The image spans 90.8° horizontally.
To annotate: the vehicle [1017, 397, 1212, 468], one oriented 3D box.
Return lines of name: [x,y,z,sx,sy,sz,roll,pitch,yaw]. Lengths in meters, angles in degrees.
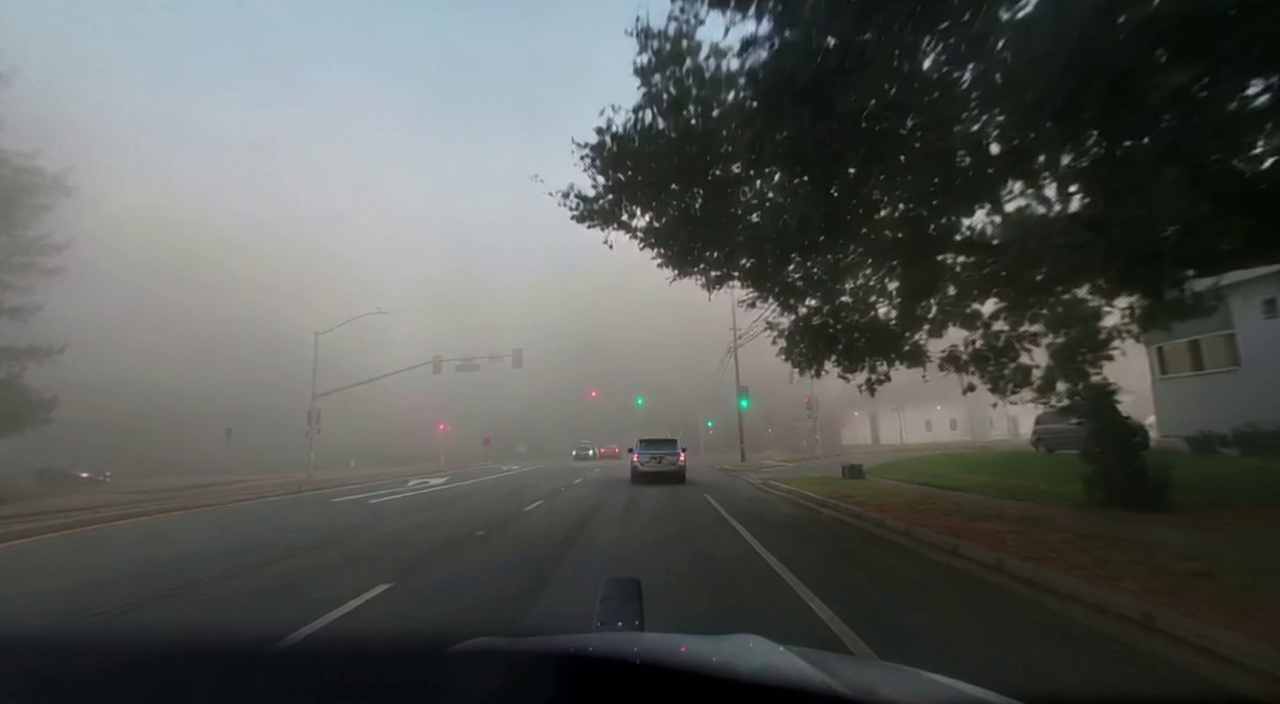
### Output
vehicle: [14.442,2.561,19.803,2.225,1.922,5.243,-1,-8,3]

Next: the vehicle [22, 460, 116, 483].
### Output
vehicle: [-43.197,9.032,47.856,5.149,1.515,1.942,2,-10,-1]

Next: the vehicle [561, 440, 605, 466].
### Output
vehicle: [-3.386,6.150,38.534,2.153,1.474,4.284,0,-8,2]

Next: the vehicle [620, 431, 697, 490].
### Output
vehicle: [0.559,3.332,19.827,2.156,1.636,3.923,0,-8,1]
